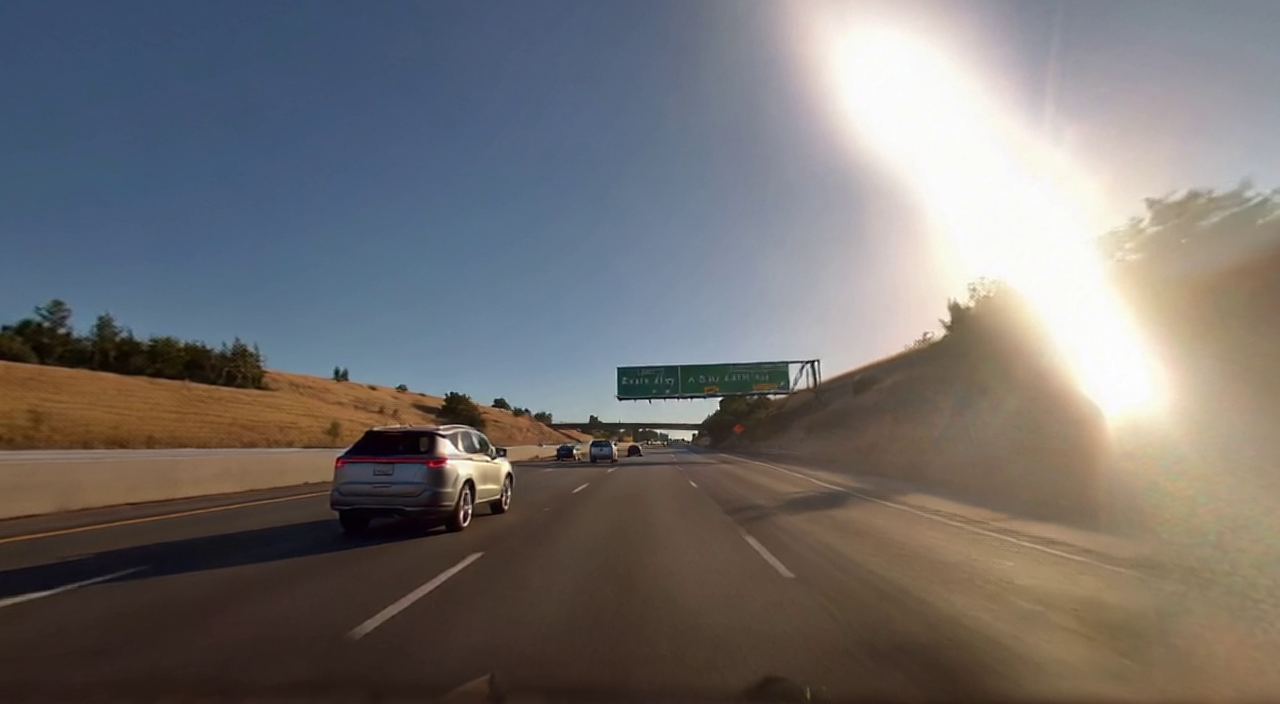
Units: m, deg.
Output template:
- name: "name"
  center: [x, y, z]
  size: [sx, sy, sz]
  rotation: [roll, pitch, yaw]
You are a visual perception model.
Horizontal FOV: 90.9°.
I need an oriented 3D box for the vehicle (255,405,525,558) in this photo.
- name: "vehicle"
  center: [-3.500, 1.950, 10.166]
  size: [2.218, 1.848, 4.789]
  rotation: [0, -9, 2]
